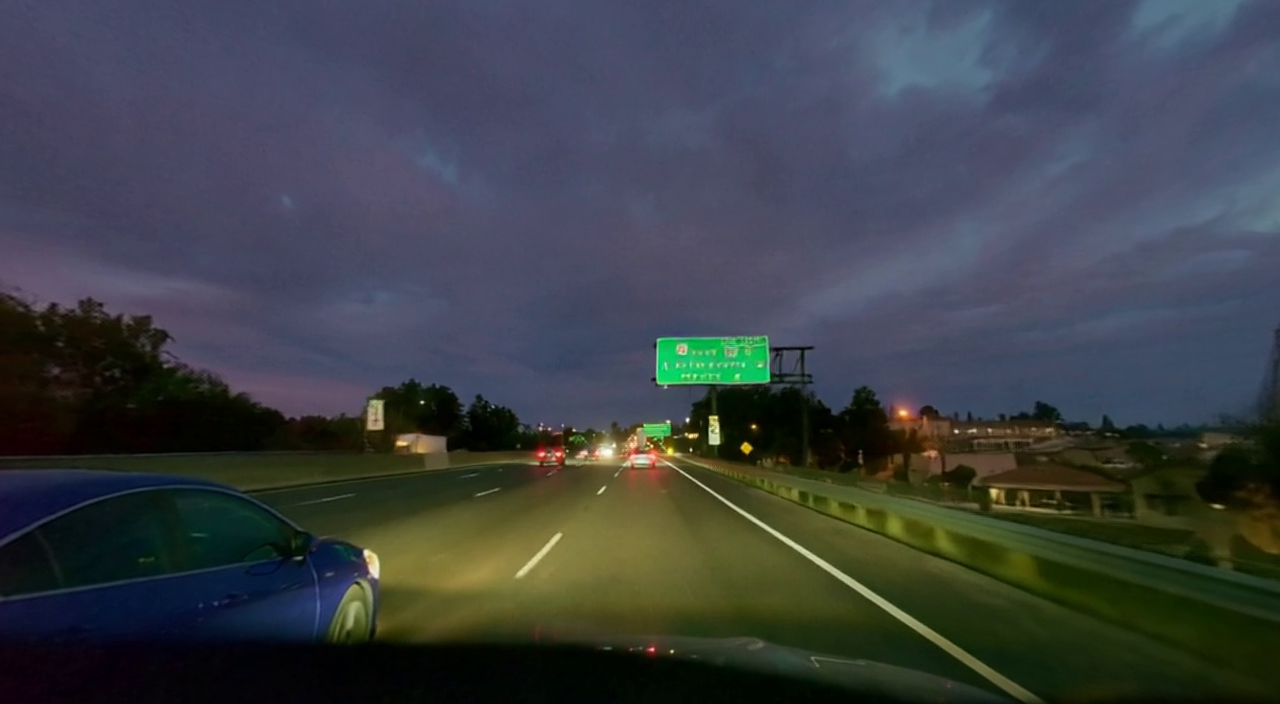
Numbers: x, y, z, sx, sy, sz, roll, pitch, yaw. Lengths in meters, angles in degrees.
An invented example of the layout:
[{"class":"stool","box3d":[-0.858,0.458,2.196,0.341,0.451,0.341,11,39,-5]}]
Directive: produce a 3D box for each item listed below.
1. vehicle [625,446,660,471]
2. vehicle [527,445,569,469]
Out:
[{"class":"vehicle","box3d":[0.166,6.476,38.538,2.051,1.443,3.770,0,-8,0]},{"class":"vehicle","box3d":[-6.173,7.061,42.755,2.075,1.528,4.327,0,-8,1]}]
